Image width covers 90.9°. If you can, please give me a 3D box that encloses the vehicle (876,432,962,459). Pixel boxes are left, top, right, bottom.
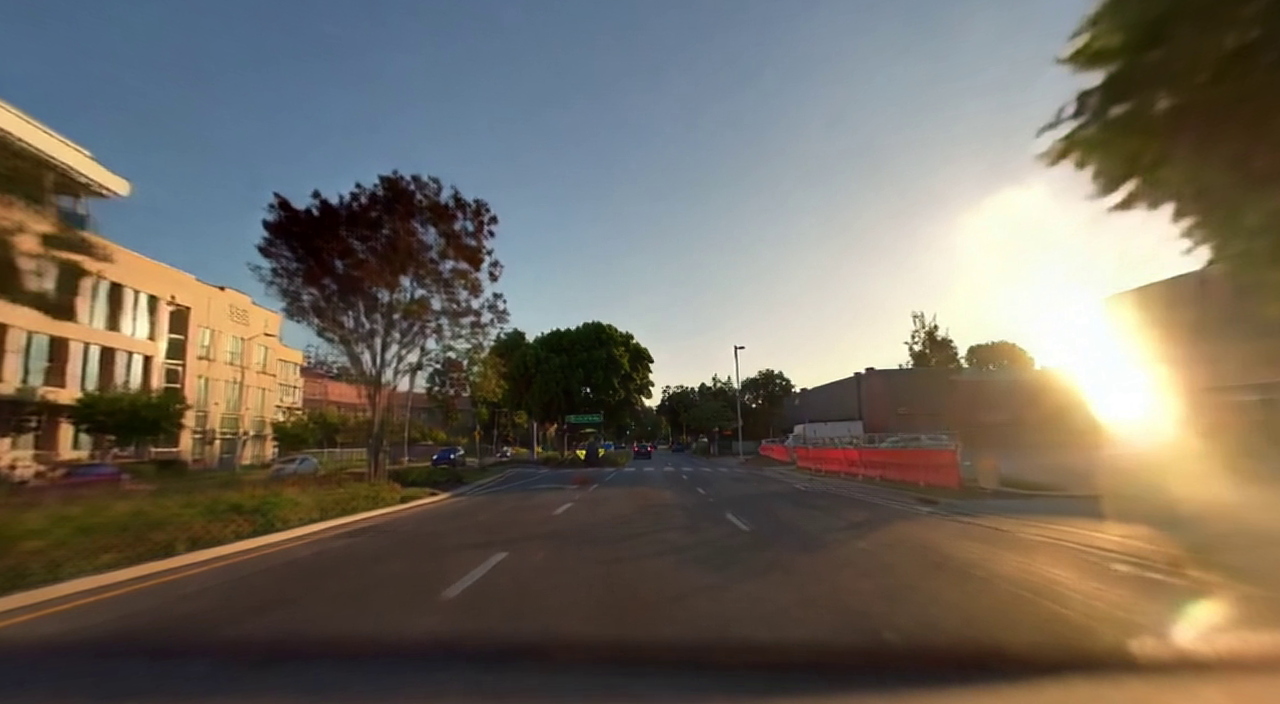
[{"bbox_3d":[17.387,5.863,39.428,4.450,1.643,1.996,0,-9,0],"label":"vehicle"}]

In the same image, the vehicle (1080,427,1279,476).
[{"bbox_3d":[17.521,3.232,20.532,4.813,1.464,2.073,0,-9,-1],"label":"vehicle"}]

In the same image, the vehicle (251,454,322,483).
[{"bbox_3d":[-23.107,7.596,41.395,1.957,1.672,4.743,0,-9,-1],"label":"vehicle"}]

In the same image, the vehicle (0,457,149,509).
[{"bbox_3d":[-22.909,5.193,25.468,2.067,1.743,5.056,0,-9,-1],"label":"vehicle"}]
